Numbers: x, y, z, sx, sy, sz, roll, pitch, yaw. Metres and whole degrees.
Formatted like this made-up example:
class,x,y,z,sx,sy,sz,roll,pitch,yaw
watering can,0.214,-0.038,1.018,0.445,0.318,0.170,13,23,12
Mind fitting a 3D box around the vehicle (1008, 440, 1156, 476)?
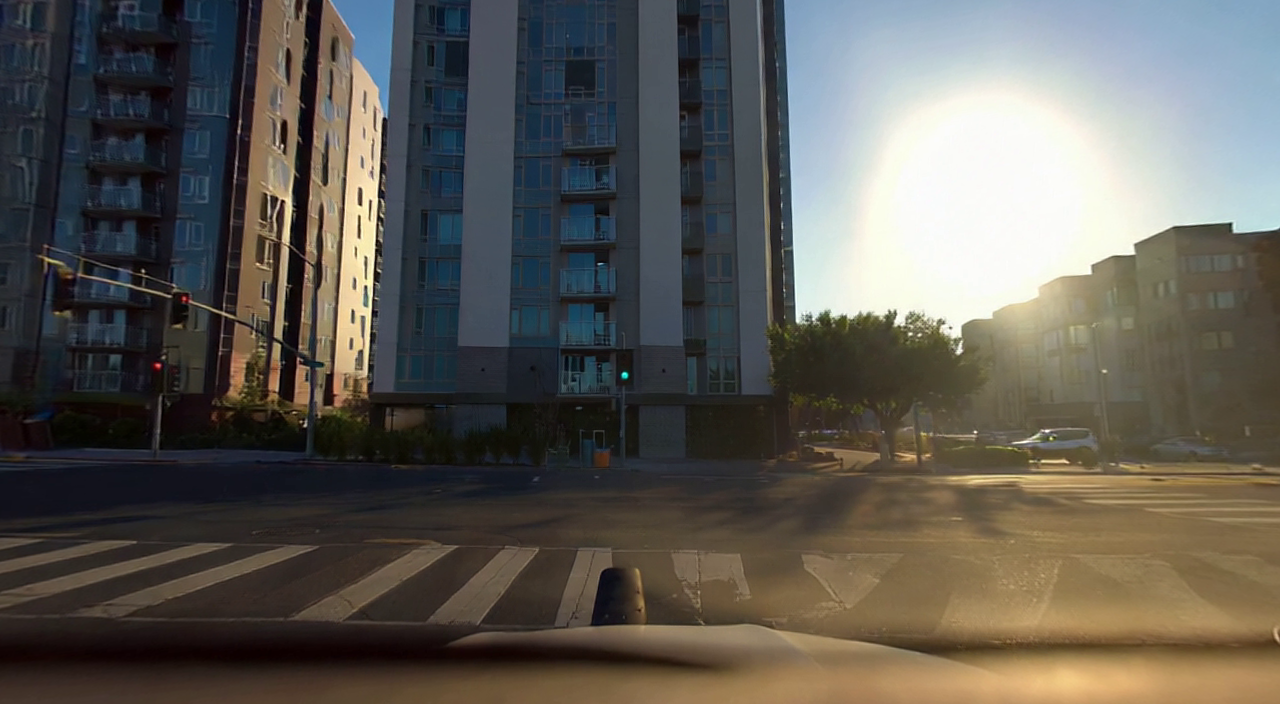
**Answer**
class,x,y,z,sx,sy,sz,roll,pitch,yaw
vehicle,18.585,4.464,26.692,4.823,1.458,1.914,0,-9,-1
